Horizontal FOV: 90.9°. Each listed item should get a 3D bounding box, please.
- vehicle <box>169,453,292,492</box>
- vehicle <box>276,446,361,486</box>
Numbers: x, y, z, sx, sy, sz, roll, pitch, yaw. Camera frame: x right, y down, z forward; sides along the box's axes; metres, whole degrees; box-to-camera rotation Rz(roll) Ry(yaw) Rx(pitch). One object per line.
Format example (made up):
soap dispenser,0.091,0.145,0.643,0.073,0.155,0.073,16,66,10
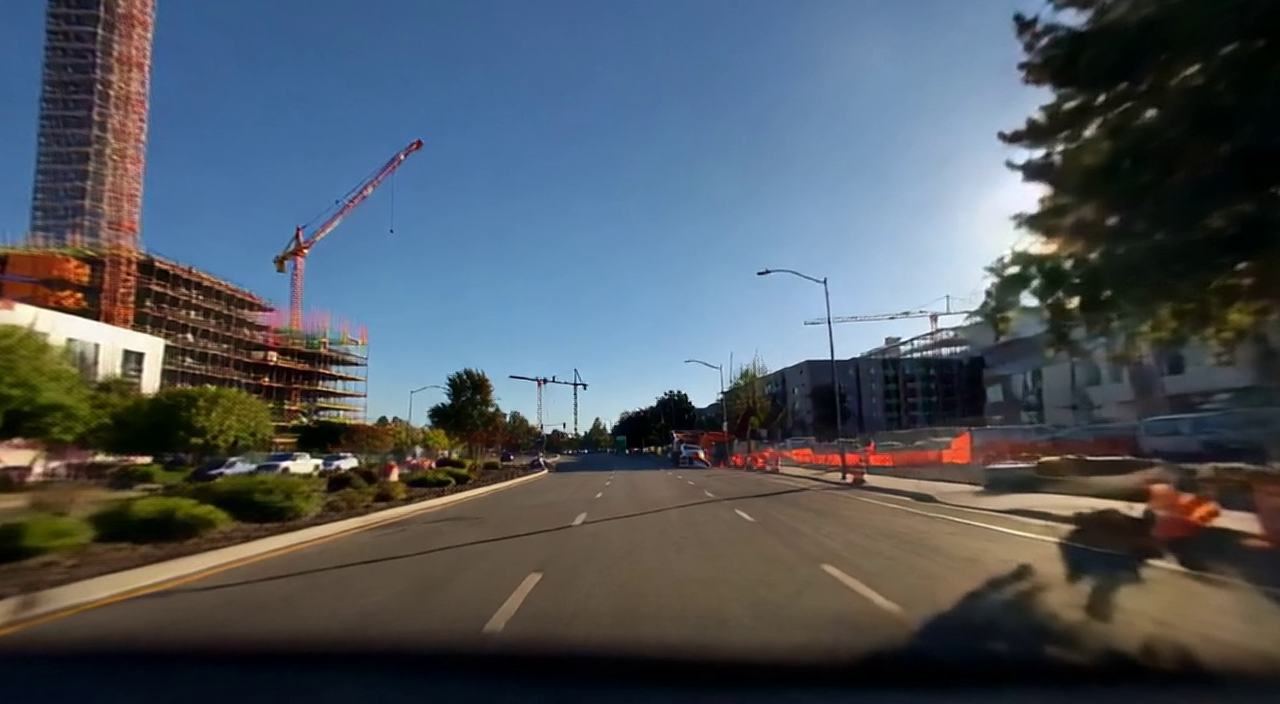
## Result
vehicle,-21.801,6.407,33.929,2.328,1.918,5.628,-1,-9,7
vehicle,-18.072,6.429,35.777,2.286,2.069,5.077,1,-9,-3
